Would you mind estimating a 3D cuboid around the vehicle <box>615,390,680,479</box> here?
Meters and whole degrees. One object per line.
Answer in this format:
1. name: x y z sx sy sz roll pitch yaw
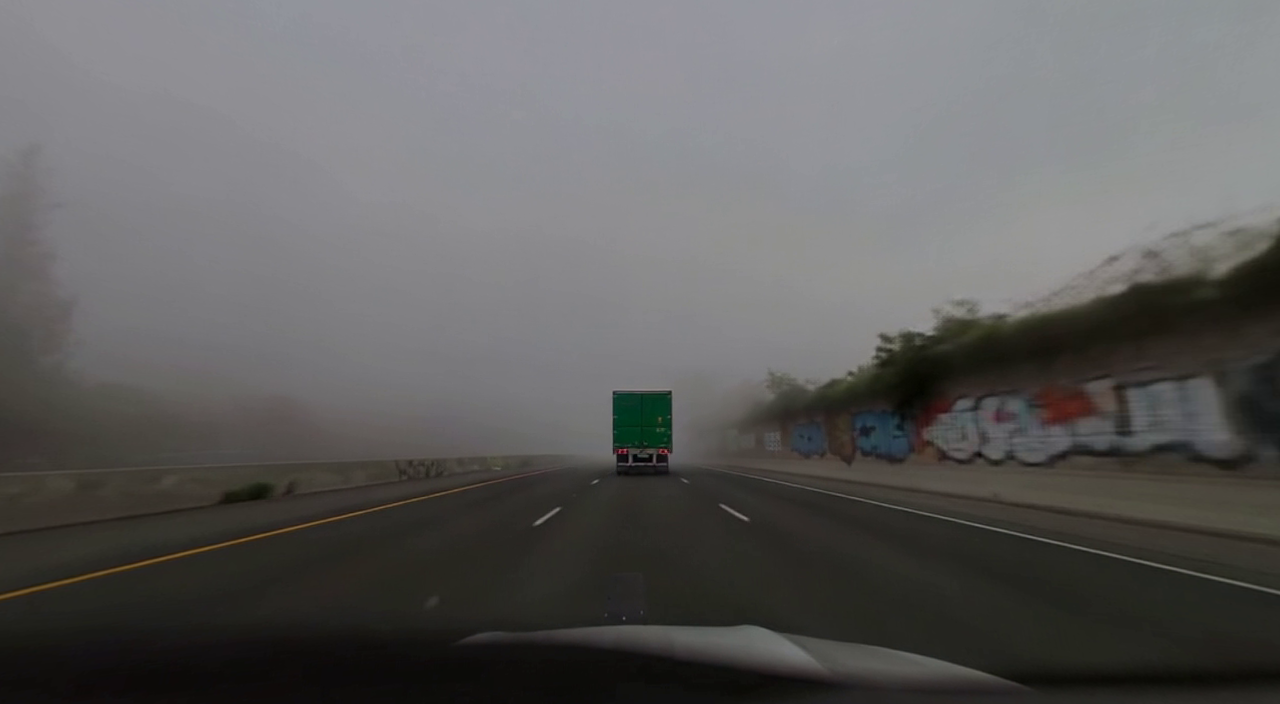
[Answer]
1. vehicle: 0.207 4.502 33.423 2.900 3.955 10.151 0 -9 -1
